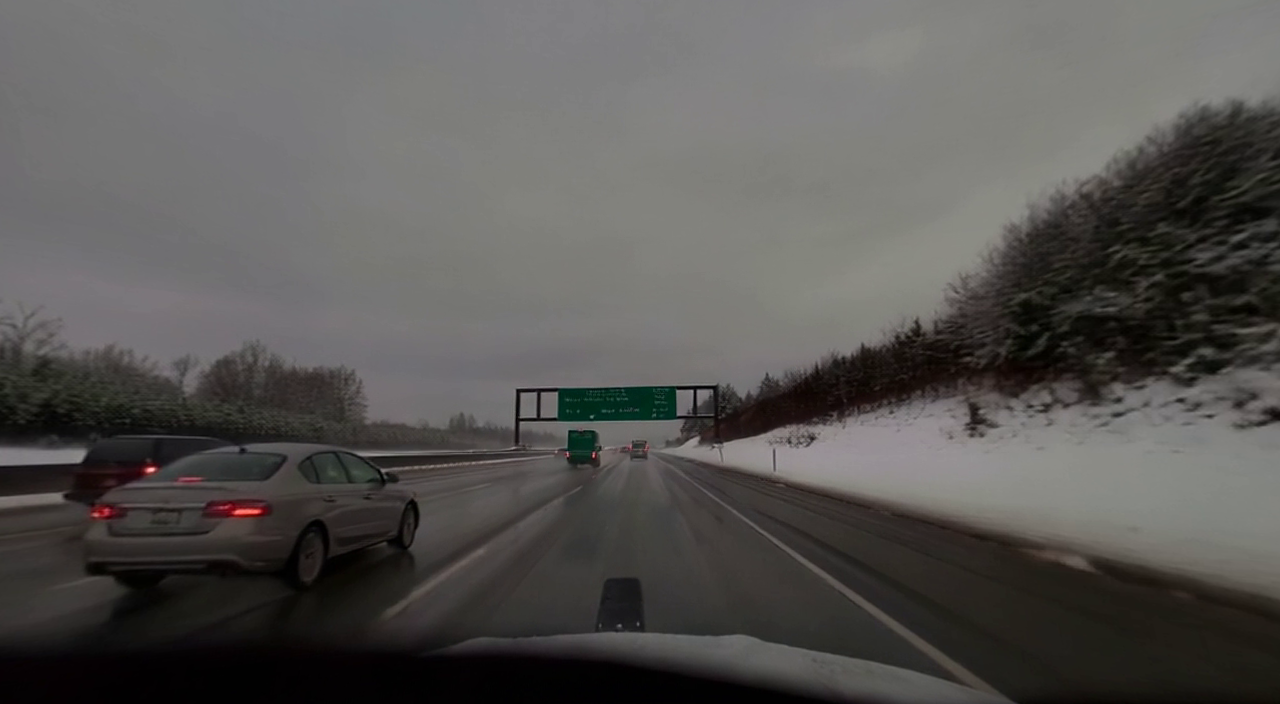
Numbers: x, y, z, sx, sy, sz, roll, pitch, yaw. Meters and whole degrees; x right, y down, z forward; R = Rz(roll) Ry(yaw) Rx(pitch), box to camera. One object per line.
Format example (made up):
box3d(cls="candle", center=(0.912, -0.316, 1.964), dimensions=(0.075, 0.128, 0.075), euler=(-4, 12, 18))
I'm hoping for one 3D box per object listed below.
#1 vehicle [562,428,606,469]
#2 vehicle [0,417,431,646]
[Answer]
box3d(cls="vehicle", center=(-3.546, 6.229, 40.850), dimensions=(2.290, 2.453, 5.561), euler=(0, -9, 1))
box3d(cls="vehicle", center=(-3.643, 1.446, 6.029), dimensions=(1.924, 1.436, 3.915), euler=(0, -9, 0))
